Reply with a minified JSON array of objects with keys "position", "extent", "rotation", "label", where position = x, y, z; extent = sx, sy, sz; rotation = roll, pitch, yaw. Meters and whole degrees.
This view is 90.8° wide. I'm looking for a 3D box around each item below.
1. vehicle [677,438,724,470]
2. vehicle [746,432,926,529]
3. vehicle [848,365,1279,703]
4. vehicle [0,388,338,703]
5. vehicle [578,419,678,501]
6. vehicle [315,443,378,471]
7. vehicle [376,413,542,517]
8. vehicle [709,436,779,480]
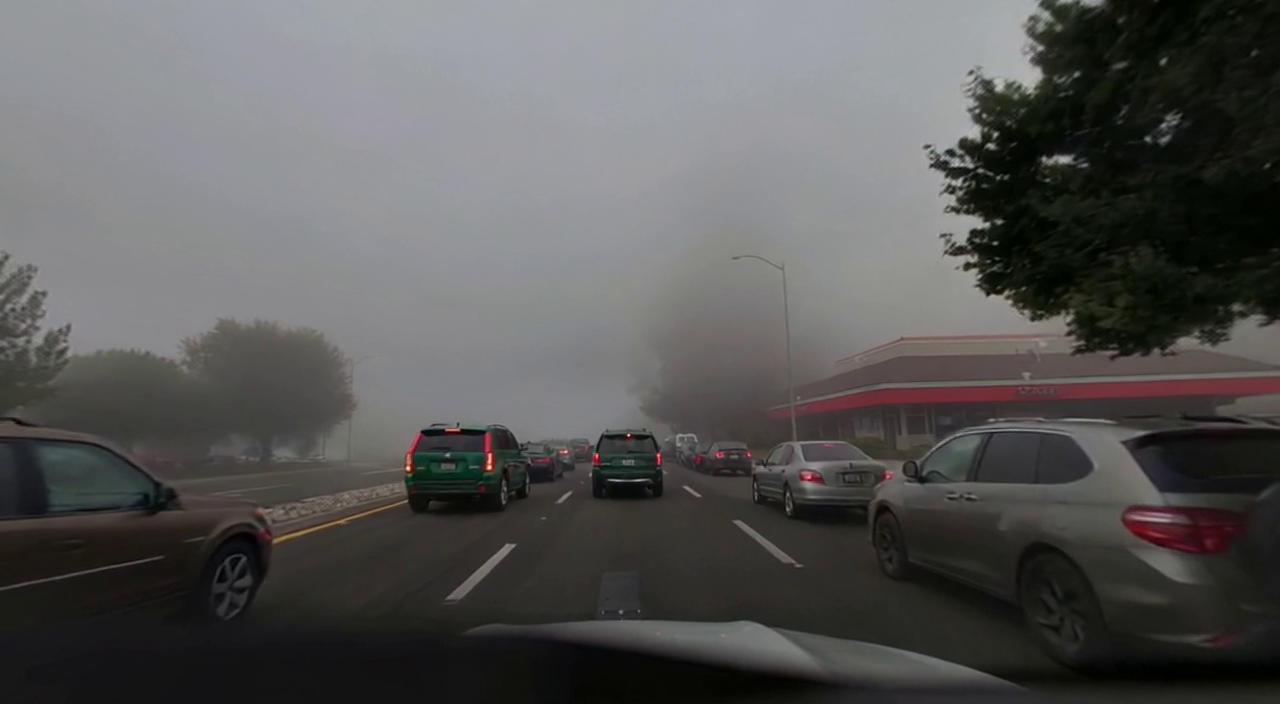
[{"position":[3.019,5.168,32.202],"extent":[1.903,1.529,3.649],"rotation":[0,-9,-2],"label":"vehicle"},{"position":[3.383,2.299,11.912],"extent":[1.900,1.477,4.352],"rotation":[0,-9,-1],"label":"vehicle"},{"position":[3.434,1.209,5.002],"extent":[2.047,1.671,4.267],"rotation":[0,-9,-1],"label":"vehicle"},{"position":[-3.703,1.021,3.299],"extent":[2.051,1.522,4.509],"rotation":[0,-9,-1],"label":"vehicle"},{"position":[-0.316,2.744,16.379],"extent":[2.238,1.825,4.190],"rotation":[0,-9,-1],"label":"vehicle"},{"position":[-22.908,8.205,49.621],"extent":[2.315,2.027,5.720],"rotation":[0,-9,-2],"label":"vehicle"},{"position":[-3.625,2.382,13.725],"extent":[2.231,1.853,4.461],"rotation":[0,-9,1],"label":"vehicle"},{"position":[3.895,4.052,24.327],"extent":[1.875,1.521,4.192],"rotation":[0,-9,-1],"label":"vehicle"}]
